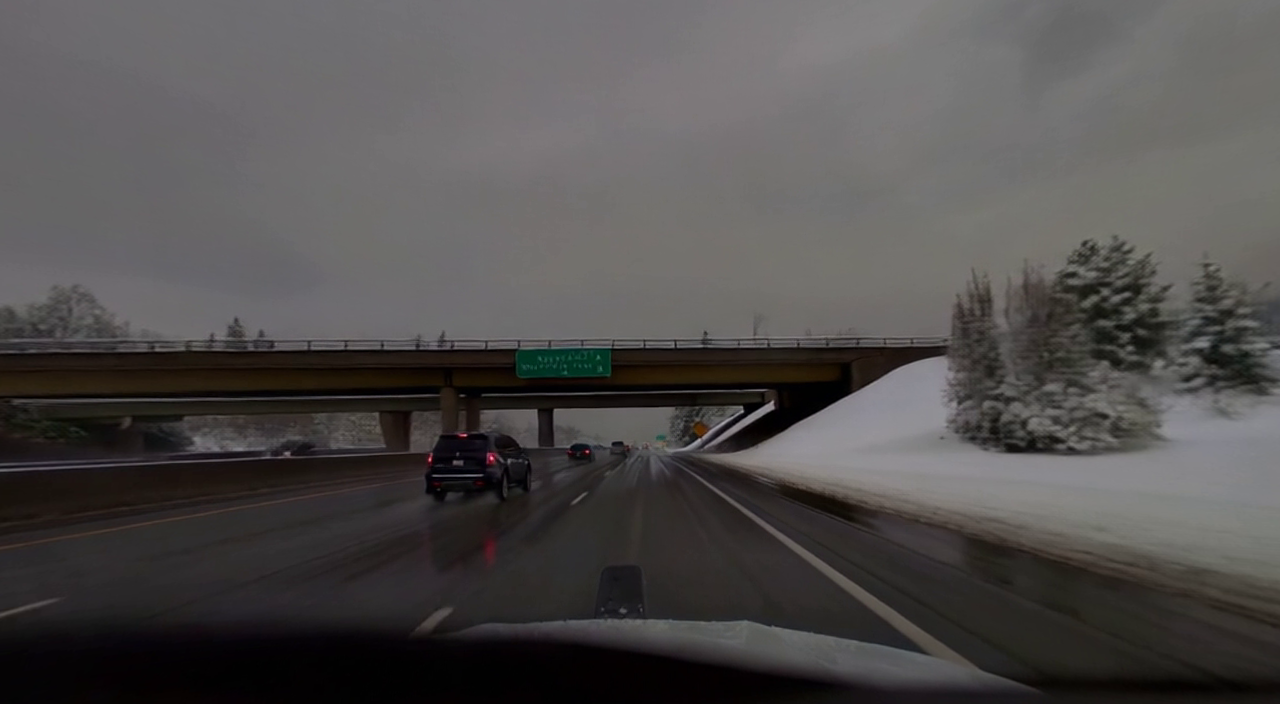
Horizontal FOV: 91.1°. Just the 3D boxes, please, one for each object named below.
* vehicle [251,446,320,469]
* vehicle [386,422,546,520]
[{"bbox_3d":[-22.877,6.803,40.711,1.840,1.425,4.316,0,-8,1],"label":"vehicle"},{"bbox_3d":[-3.385,2.411,13.231,2.048,1.705,4.384,0,-8,1],"label":"vehicle"}]
